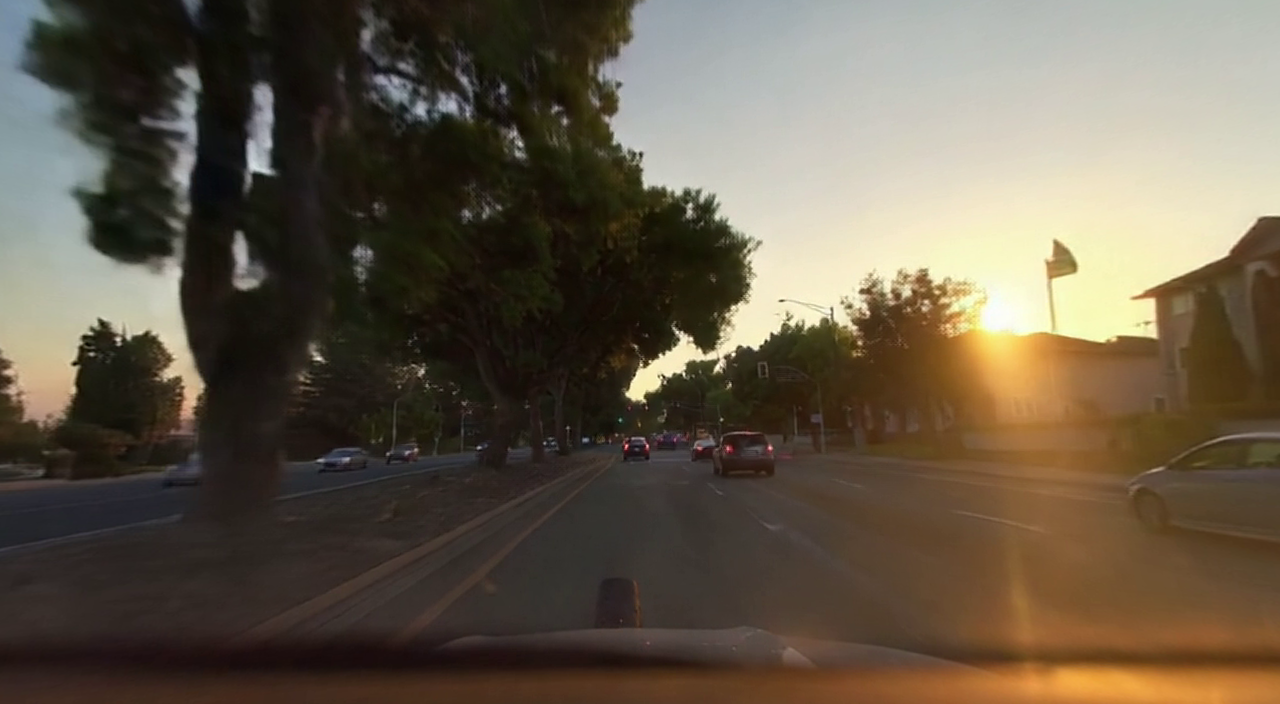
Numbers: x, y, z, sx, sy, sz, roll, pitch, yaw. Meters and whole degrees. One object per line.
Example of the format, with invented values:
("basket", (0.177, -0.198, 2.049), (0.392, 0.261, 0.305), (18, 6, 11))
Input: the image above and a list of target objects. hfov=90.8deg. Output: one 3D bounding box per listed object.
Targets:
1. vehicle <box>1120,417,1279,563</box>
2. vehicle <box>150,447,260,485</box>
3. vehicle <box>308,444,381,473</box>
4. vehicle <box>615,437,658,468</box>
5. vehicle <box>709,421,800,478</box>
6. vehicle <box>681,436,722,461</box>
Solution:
("vehicle", (7.596, 1.431, 6.542), (1.949, 1.492, 4.103), (0, -9, -1))
("vehicle", (-19.361, 5.058, 28.412), (1.887, 1.552, 4.301), (0, -9, 0))
("vehicle", (-15.755, 5.677, 33.949), (1.825, 1.467, 4.364), (0, -9, 0))
("vehicle", (-0.162, 4.972, 31.414), (1.988, 1.418, 4.214), (0, -9, -1))
("vehicle", (3.916, 3.474, 22.576), (2.209, 1.813, 4.724), (0, -9, -2))
("vehicle", (3.790, 6.075, 39.655), (2.064, 1.474, 4.389), (0, -9, -1))
